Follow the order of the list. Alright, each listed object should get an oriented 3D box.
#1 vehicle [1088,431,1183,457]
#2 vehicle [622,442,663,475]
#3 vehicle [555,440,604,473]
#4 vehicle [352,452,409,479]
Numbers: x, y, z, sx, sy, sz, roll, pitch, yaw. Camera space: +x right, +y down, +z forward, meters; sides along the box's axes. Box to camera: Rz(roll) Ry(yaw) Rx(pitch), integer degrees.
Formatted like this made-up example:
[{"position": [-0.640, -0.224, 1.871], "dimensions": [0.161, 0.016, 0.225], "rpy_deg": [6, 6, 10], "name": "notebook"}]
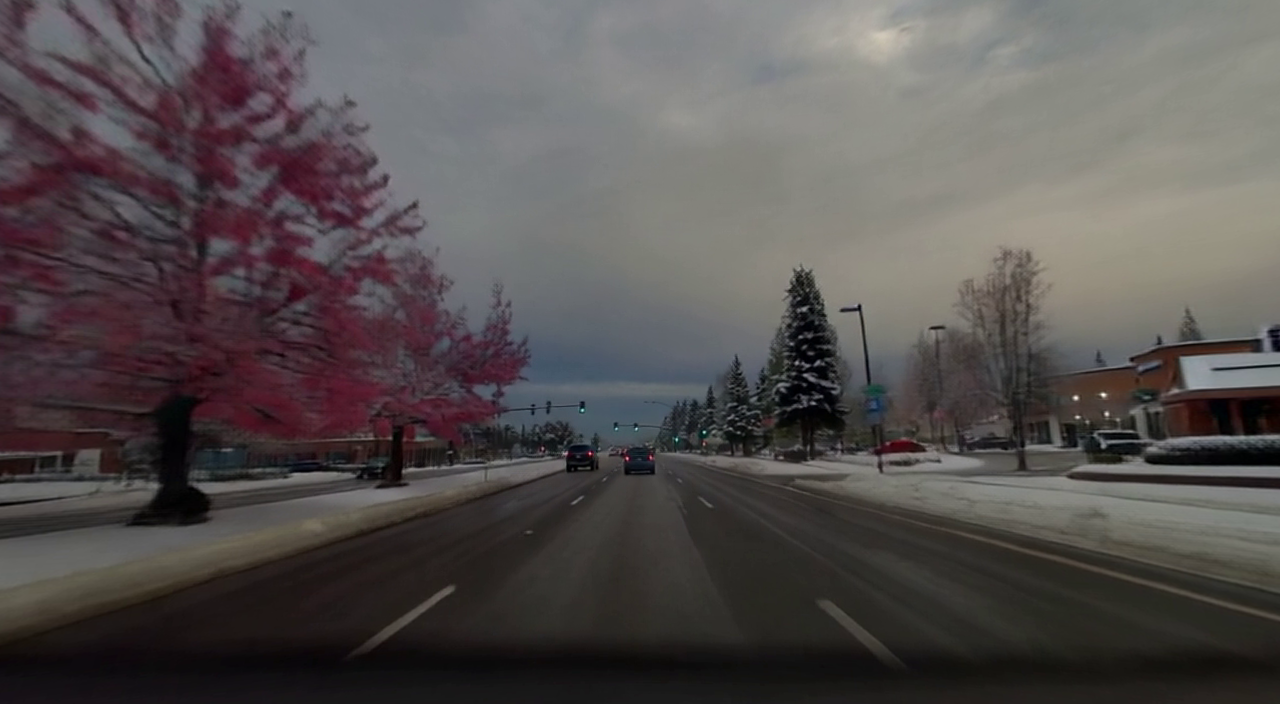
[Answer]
[{"position": [29.808, 5.569, 37.990], "dimensions": [1.832, 1.421, 4.597], "rpy_deg": [-1, -8, -2], "name": "vehicle"}, {"position": [0.146, 5.967, 35.491], "dimensions": [2.149, 1.701, 4.379], "rpy_deg": [0, -9, 0], "name": "vehicle"}, {"position": [-3.551, 6.271, 38.053], "dimensions": [2.453, 1.844, 4.751], "rpy_deg": [0, -9, 1], "name": "vehicle"}, {"position": [-18.111, 7.910, 44.087], "dimensions": [2.030, 1.750, 4.597], "rpy_deg": [0, -9, 0], "name": "vehicle"}]
